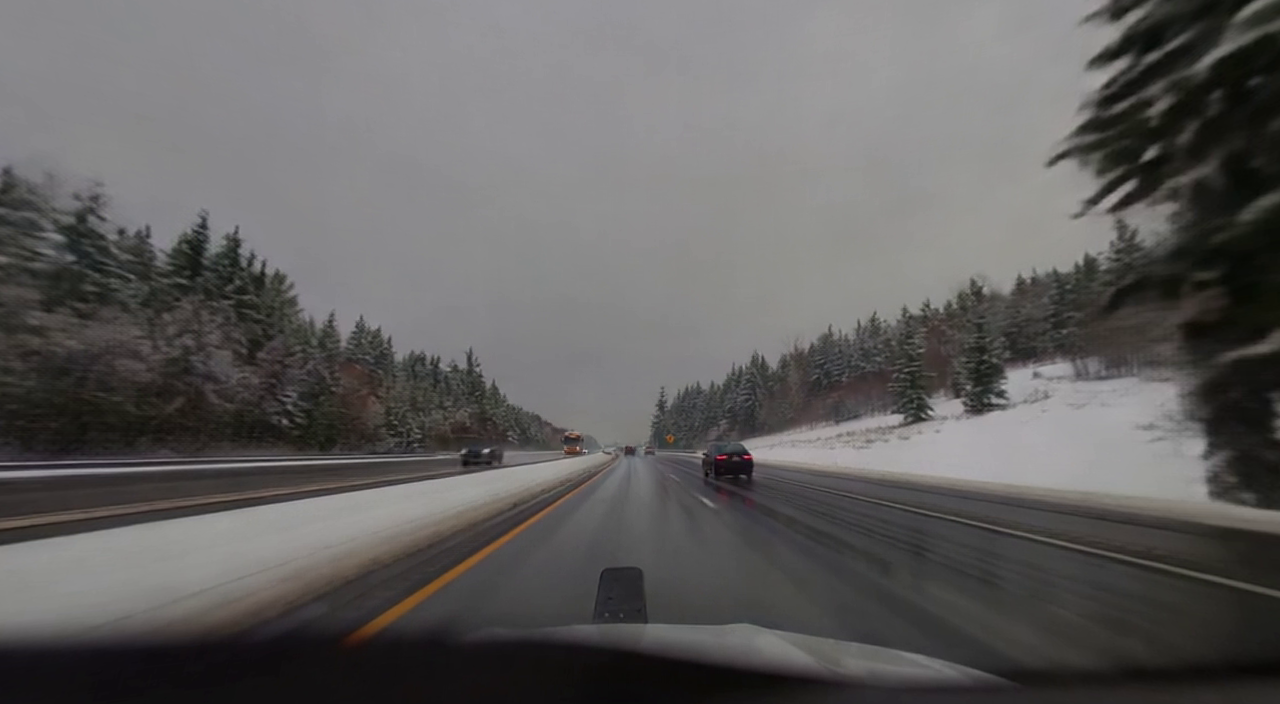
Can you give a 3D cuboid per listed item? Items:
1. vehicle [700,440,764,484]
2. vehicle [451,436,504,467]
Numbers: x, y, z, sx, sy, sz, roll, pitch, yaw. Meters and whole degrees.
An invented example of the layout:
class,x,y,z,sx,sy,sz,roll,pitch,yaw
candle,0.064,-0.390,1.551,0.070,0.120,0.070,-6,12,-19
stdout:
class,x,y,z,sx,sy,sz,roll,pitch,yaw
vehicle,3.753,4.575,26.519,1.933,1.663,4.440,0,-9,-2
vehicle,-9.402,5.772,36.771,1.934,1.680,4.388,0,-9,-1
